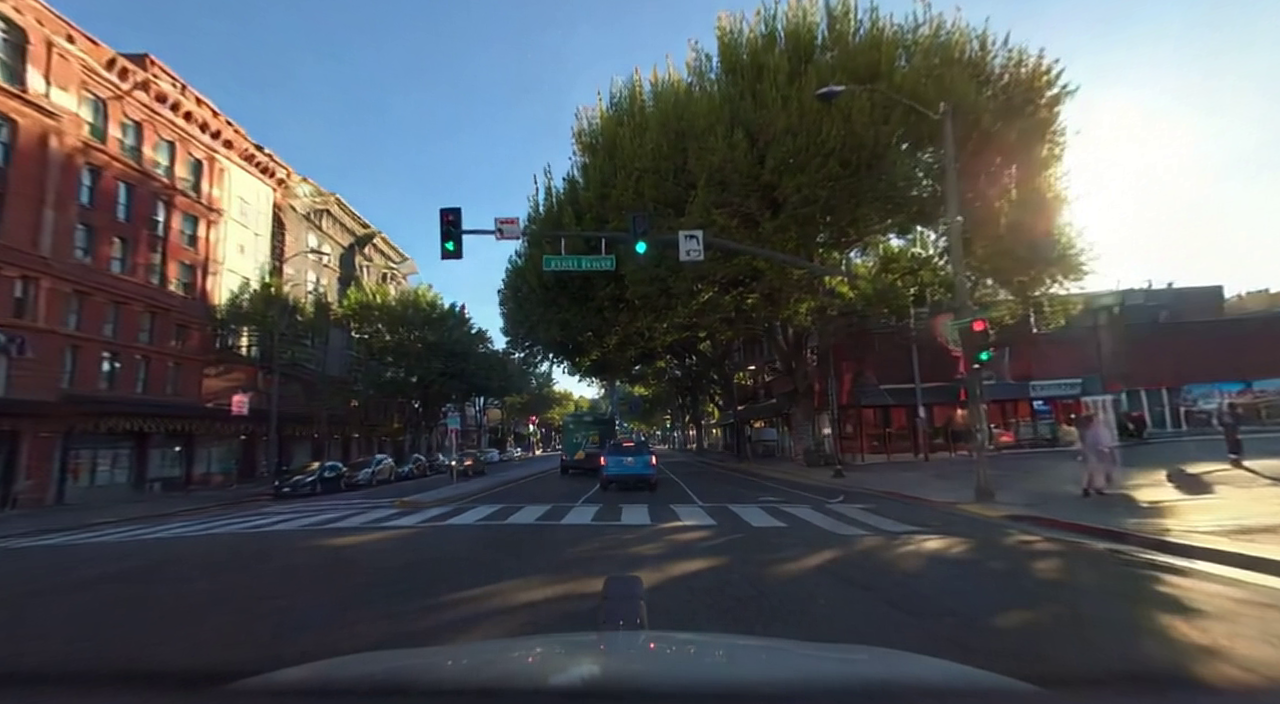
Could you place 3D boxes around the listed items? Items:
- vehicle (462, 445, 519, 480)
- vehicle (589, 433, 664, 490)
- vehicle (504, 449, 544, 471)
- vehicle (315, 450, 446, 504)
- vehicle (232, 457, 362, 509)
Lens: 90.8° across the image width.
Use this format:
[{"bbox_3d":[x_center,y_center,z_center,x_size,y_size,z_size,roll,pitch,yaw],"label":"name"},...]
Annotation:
[{"bbox_3d":[-8.108,6.013,34.649,2.109,1.628,4.108,-4,-9,-1],"label":"vehicle"},{"bbox_3d":[-0.429,3.815,22.368,2.382,1.796,4.610,0,-8,0],"label":"vehicle"},{"bbox_3d":[-8.377,7.817,45.925,2.029,1.478,4.367,0,-8,0],"label":"vehicle"},{"bbox_3d":[-8.093,3.918,20.293,2.152,1.468,4.737,-1,-8,1],"label":"vehicle"},{"bbox_3d":[-11.538,4.393,21.657,1.972,1.475,4.381,0,-8,0],"label":"vehicle"}]
